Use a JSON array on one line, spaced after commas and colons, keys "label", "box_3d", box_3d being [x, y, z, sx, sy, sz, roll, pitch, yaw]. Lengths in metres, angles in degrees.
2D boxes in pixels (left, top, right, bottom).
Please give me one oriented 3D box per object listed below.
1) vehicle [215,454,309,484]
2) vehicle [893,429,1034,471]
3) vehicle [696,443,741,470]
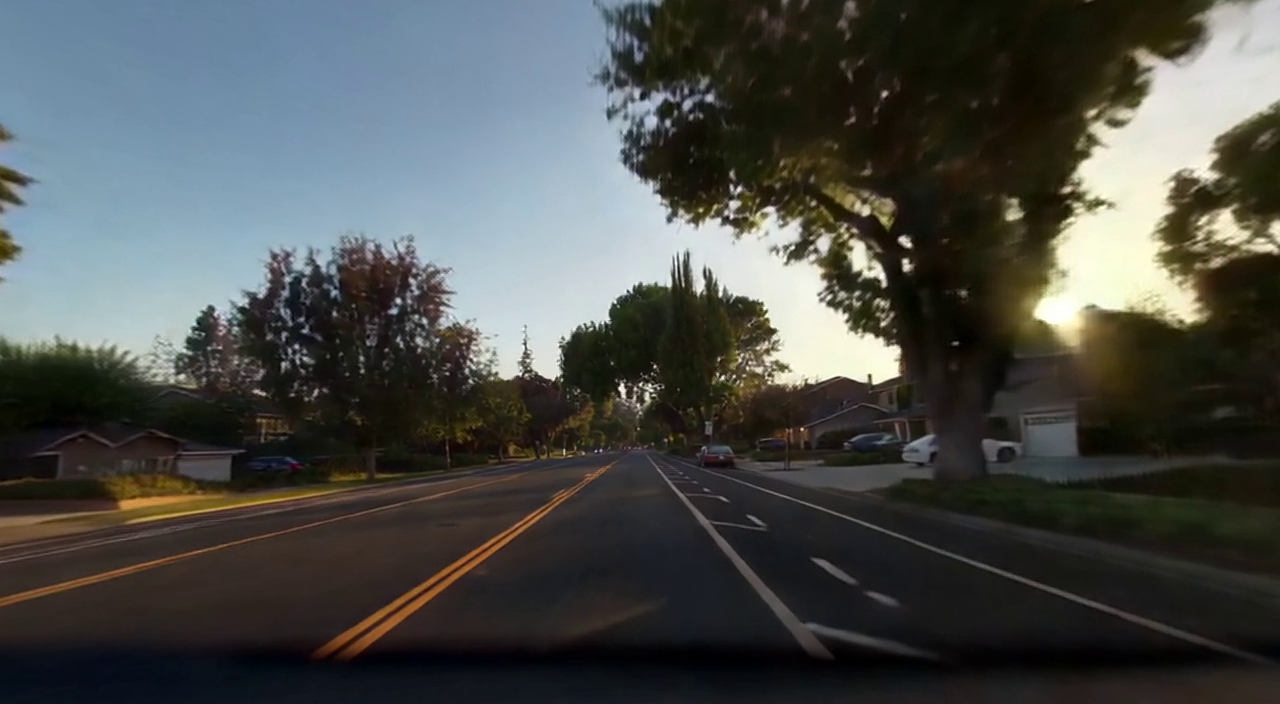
[{"label": "vehicle", "box_3d": [-23.345, 7.215, 39.180, 4.466, 1.773, 2.063, 0, -9, -2]}, {"label": "vehicle", "box_3d": [13.263, 4.042, 26.135, 4.710, 1.612, 1.999, 0, -9, -2]}, {"label": "vehicle", "box_3d": [4.795, 6.466, 39.155, 1.995, 1.553, 4.628, 0, -9, -2]}]
